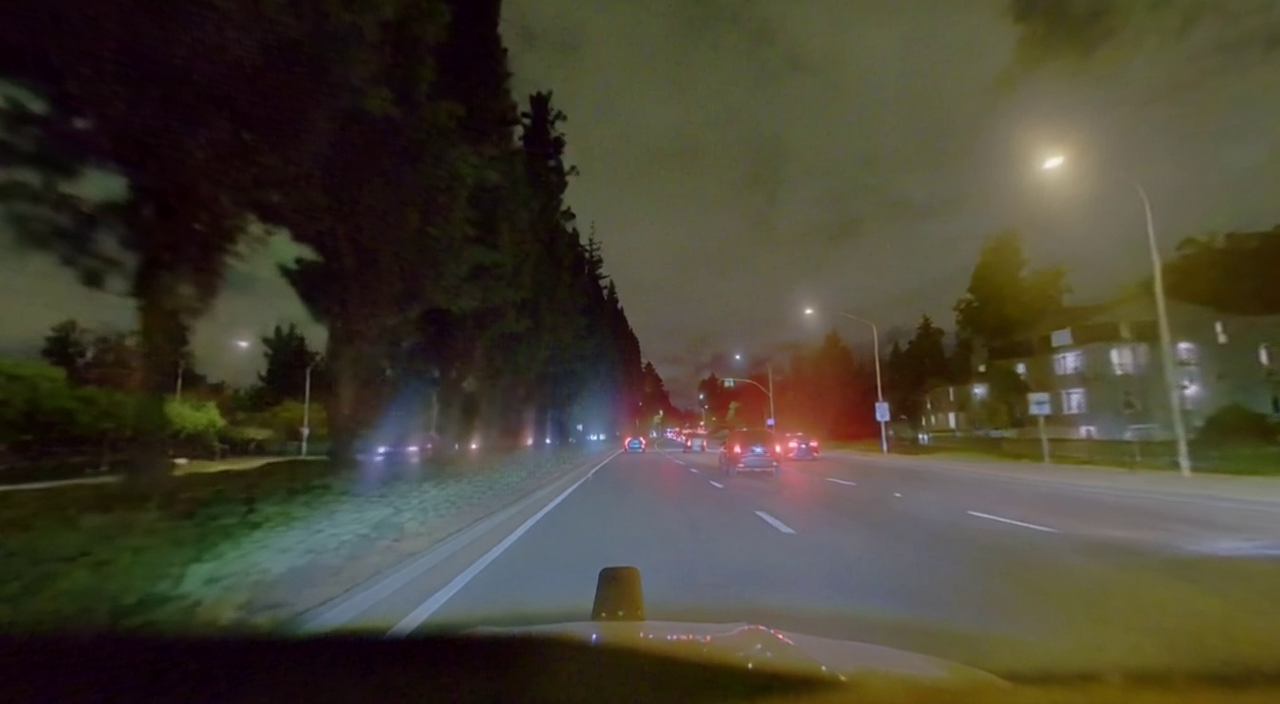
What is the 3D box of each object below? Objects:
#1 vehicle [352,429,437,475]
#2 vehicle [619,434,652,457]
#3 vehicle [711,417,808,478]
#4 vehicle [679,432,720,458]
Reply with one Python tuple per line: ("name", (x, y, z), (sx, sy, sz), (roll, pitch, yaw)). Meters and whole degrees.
("vehicle", (-9.995, 4.096, 26.134), (2.058, 1.716, 4.266), (1, -8, -4))
("vehicle", (-0.293, 5.990, 40.541), (1.988, 1.418, 4.214), (0, -8, -1))
("vehicle", (3.876, 3.233, 21.456), (2.209, 1.813, 4.724), (0, -8, -2))
("vehicle", (3.599, 5.719, 38.845), (2.064, 1.474, 4.389), (0, -8, -1))
